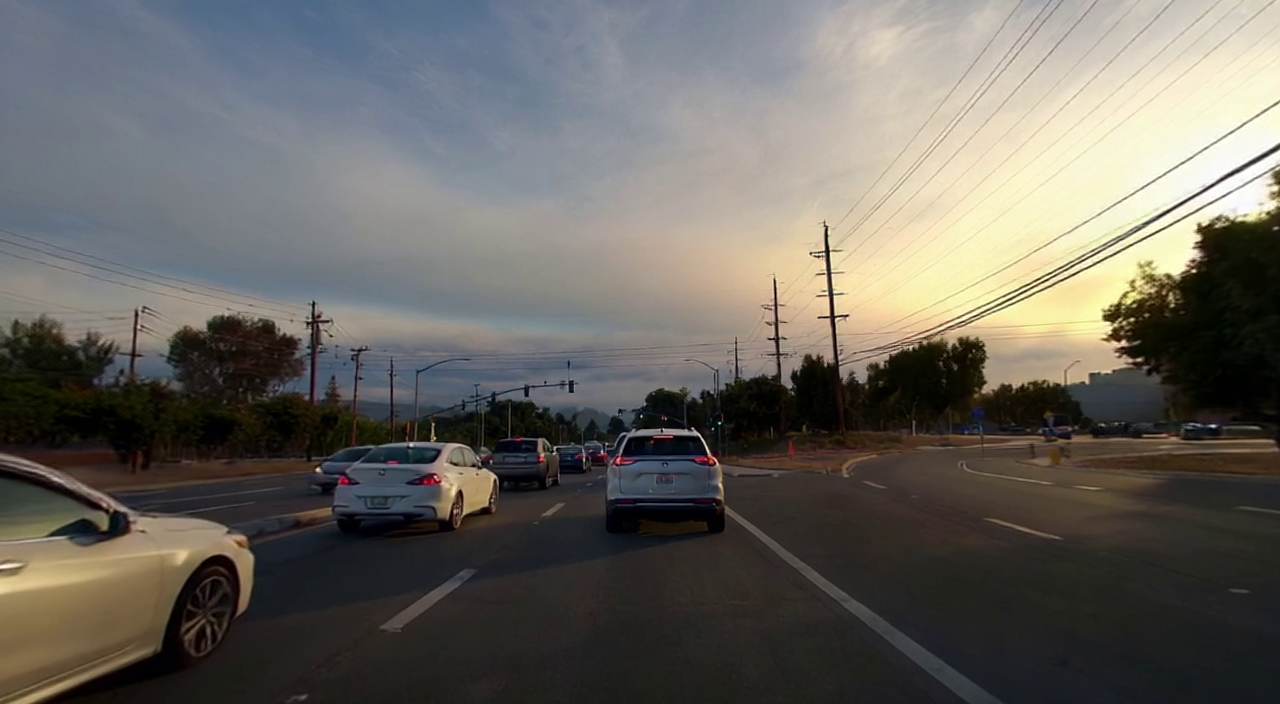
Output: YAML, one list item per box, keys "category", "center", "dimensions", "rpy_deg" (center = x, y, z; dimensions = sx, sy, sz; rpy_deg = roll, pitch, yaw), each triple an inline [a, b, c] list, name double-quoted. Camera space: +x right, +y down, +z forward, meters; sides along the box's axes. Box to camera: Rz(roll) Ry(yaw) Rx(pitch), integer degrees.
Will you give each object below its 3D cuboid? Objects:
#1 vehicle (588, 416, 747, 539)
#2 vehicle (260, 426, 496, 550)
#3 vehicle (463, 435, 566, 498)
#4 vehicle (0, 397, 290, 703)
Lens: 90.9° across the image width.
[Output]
- category: "vehicle"
  center: [0.422, 2.045, 10.795]
  dimensions: [2.205, 1.691, 3.937]
  rpy_deg: [0, -9, 1]
- category: "vehicle"
  center: [-3.811, 2.034, 10.095]
  dimensions: [1.999, 1.563, 4.007]
  rpy_deg: [0, -9, 1]
- category: "vehicle"
  center: [-3.590, 3.365, 18.909]
  dimensions: [2.018, 1.621, 4.441]
  rpy_deg: [-1, -9, 2]
- category: "vehicle"
  center: [-3.728, 0.898, 2.356]
  dimensions: [2.051, 1.488, 4.806]
  rpy_deg: [0, -9, 0]
